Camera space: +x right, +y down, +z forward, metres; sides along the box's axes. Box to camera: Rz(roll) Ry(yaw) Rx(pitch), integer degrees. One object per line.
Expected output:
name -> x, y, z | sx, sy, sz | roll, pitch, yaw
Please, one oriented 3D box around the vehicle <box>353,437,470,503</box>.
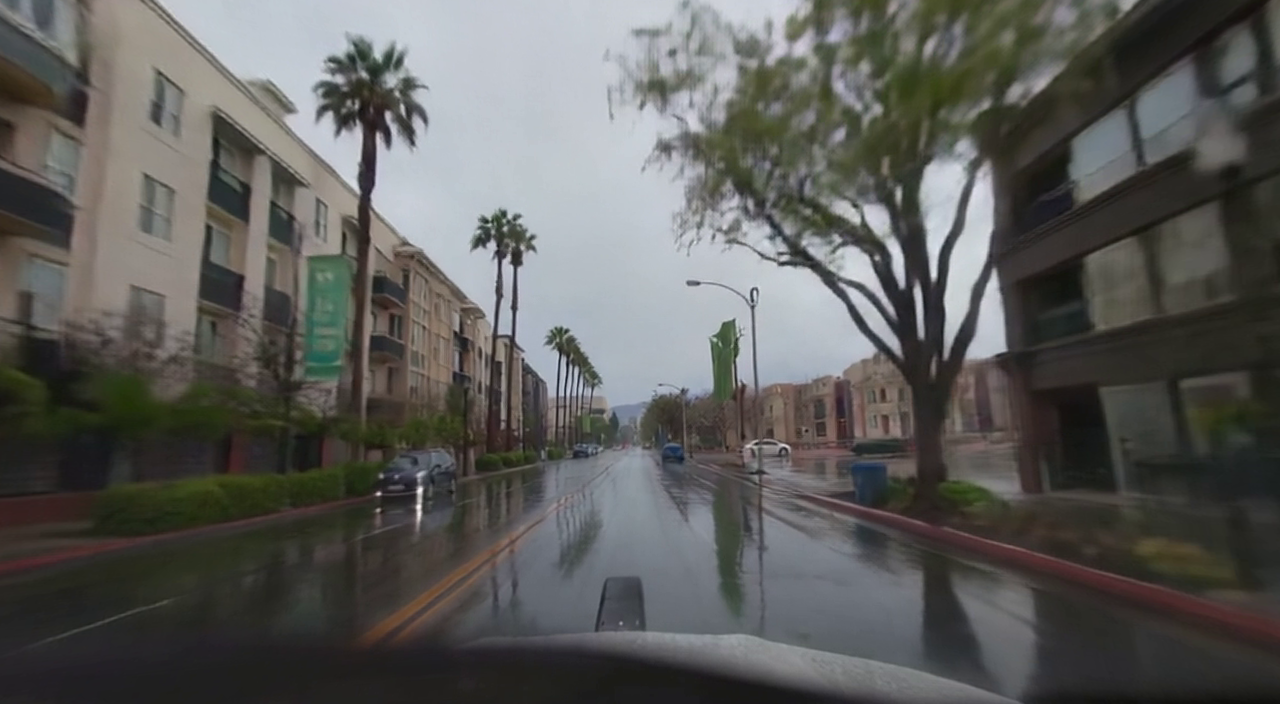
vehicle -> -6.675, 3.500, 18.994 | 1.946, 1.640, 4.430 | -3, -9, -1
